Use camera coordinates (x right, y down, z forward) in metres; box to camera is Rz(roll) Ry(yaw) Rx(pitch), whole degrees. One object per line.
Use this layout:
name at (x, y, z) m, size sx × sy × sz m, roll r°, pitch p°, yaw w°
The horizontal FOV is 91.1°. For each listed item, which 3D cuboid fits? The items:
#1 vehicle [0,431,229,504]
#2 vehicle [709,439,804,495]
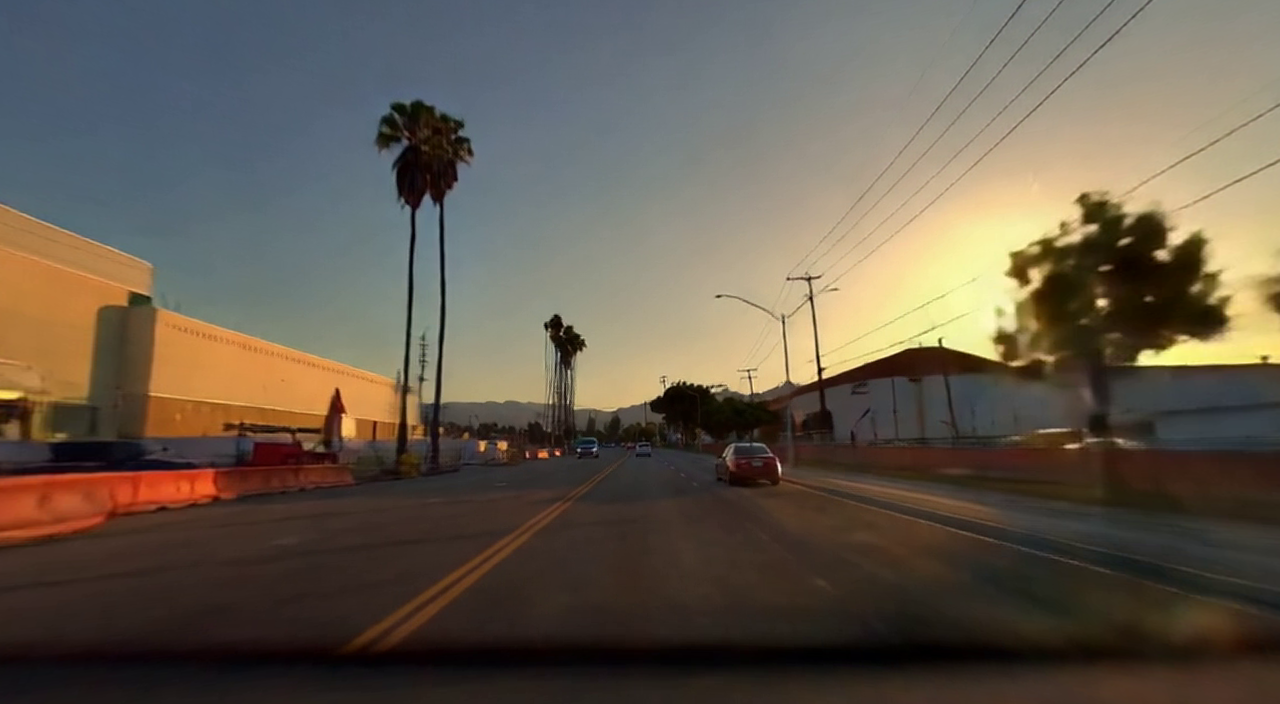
vehicle at (-18.221, 3.754, 20.939) m, size 6.969 × 2.132 × 2.716 m, roll 8°, pitch -12°, yaw -44°
vehicle at (3.550, 3.590, 20.105) m, size 2.148 × 1.562 × 4.642 m, roll 0°, pitch -8°, yaw 0°
